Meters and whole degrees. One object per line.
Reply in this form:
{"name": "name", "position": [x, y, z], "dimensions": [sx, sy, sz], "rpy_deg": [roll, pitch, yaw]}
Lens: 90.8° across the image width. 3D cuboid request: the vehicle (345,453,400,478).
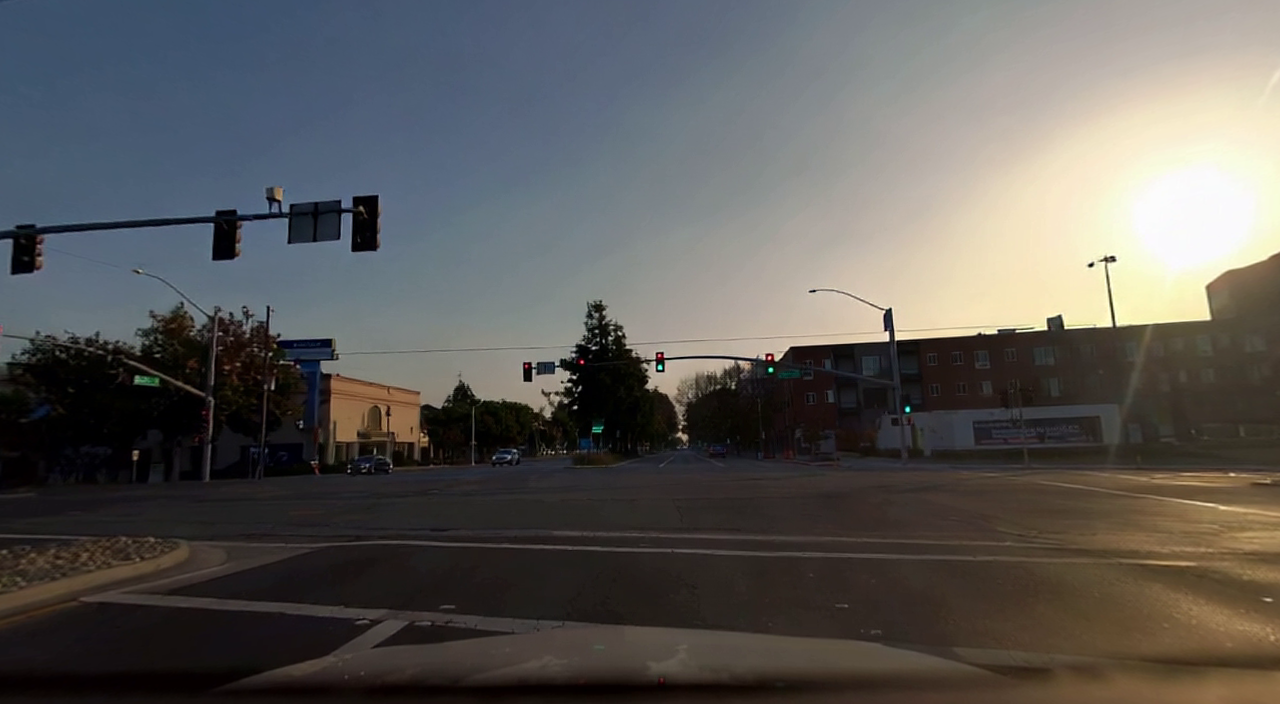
{"name": "vehicle", "position": [-18.827, 8.003, 44.708], "dimensions": [1.933, 1.664, 4.255], "rpy_deg": [0, -9, 1]}
